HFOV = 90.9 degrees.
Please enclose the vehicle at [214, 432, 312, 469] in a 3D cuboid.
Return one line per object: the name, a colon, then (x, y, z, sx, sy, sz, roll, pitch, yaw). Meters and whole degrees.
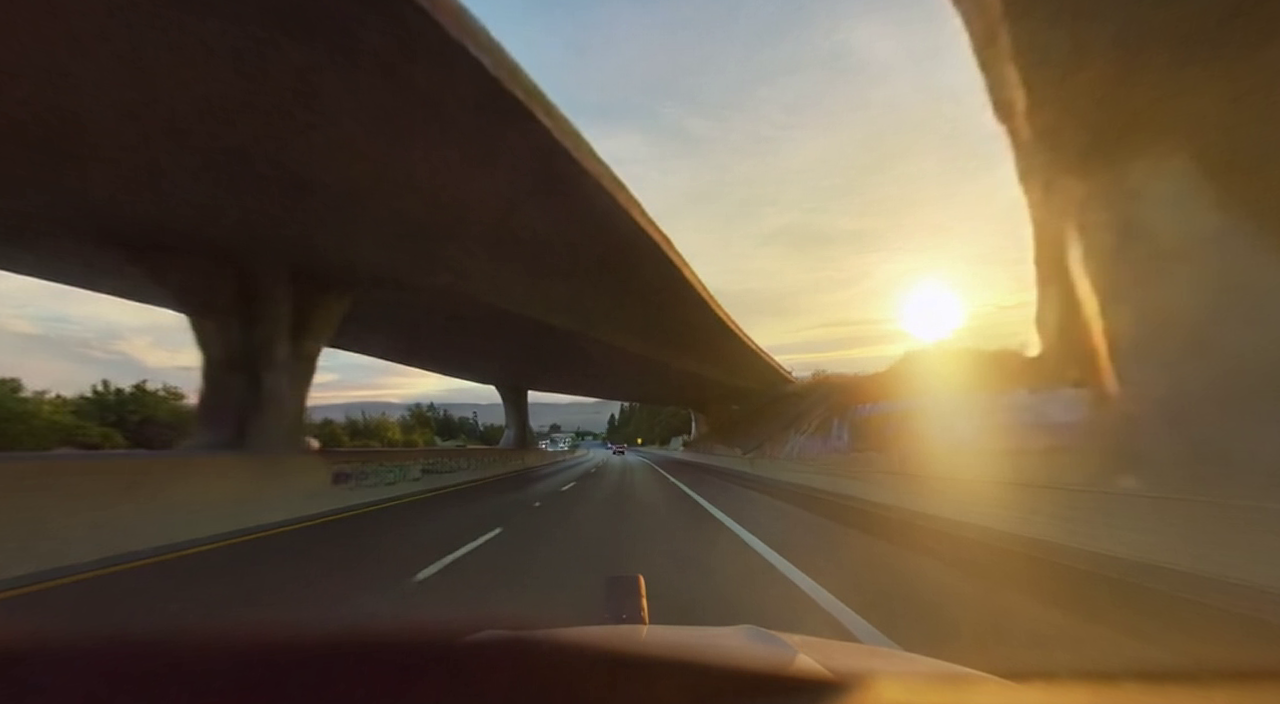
vehicle: (-19.895, 5.261, 33.586, 2.027, 1.781, 5.017, 0, -9, 1)
